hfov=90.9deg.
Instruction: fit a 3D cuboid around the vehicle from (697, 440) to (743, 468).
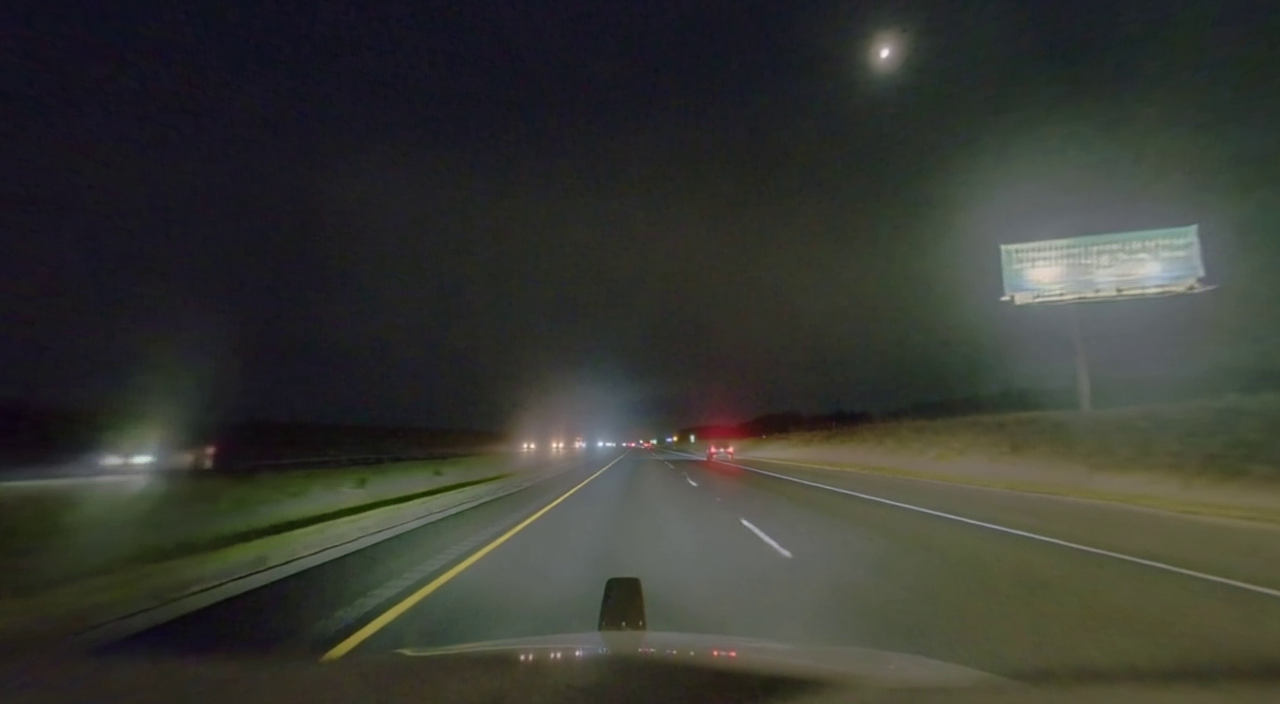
[{"bbox_3d":[4.599,5.937,36.823,2.012,1.476,4.256,0,-9,-2],"label":"vehicle"}]
